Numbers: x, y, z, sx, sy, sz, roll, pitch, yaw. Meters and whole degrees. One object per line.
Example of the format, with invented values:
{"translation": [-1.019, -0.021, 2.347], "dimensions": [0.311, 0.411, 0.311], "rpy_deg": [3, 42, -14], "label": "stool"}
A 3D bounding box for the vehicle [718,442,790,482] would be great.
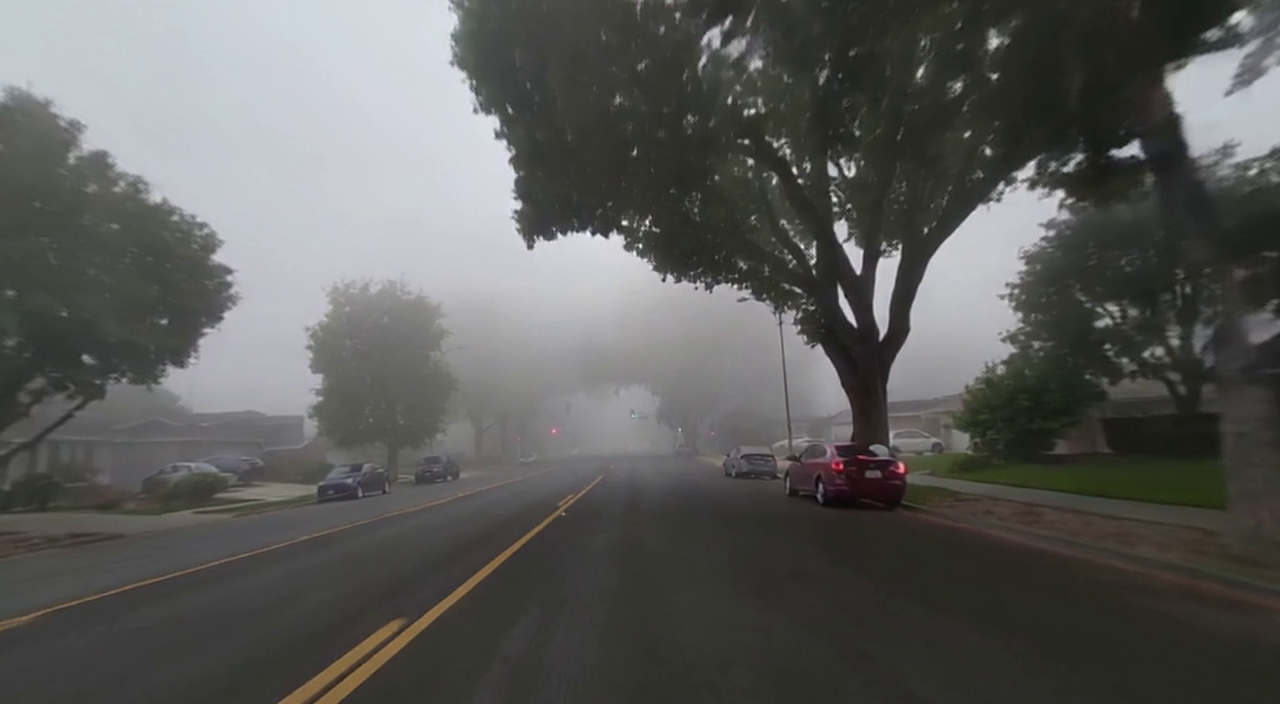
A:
{"translation": [4.457, 4.385, 25.402], "dimensions": [2.063, 1.444, 4.217], "rpy_deg": [0, -9, -1], "label": "vehicle"}

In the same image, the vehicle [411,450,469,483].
{"translation": [-11.523, 6.565, 36.660], "dimensions": [1.977, 1.753, 4.278], "rpy_deg": [0, -8, 0], "label": "vehicle"}

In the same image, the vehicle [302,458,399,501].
{"translation": [-11.477, 5.051, 25.363], "dimensions": [1.867, 1.471, 4.139], "rpy_deg": [0, -9, 1], "label": "vehicle"}

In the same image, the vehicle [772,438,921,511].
{"translation": [4.650, 2.804, 14.999], "dimensions": [2.010, 1.461, 4.247], "rpy_deg": [0, -9, -1], "label": "vehicle"}

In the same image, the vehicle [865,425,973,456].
{"translation": [14.402, 4.596, 32.774], "dimensions": [4.660, 1.546, 1.916], "rpy_deg": [0, -8, 0], "label": "vehicle"}

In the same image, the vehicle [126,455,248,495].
{"translation": [-19.969, 5.405, 27.969], "dimensions": [3.932, 1.641, 1.819], "rpy_deg": [0, -9, -1], "label": "vehicle"}
